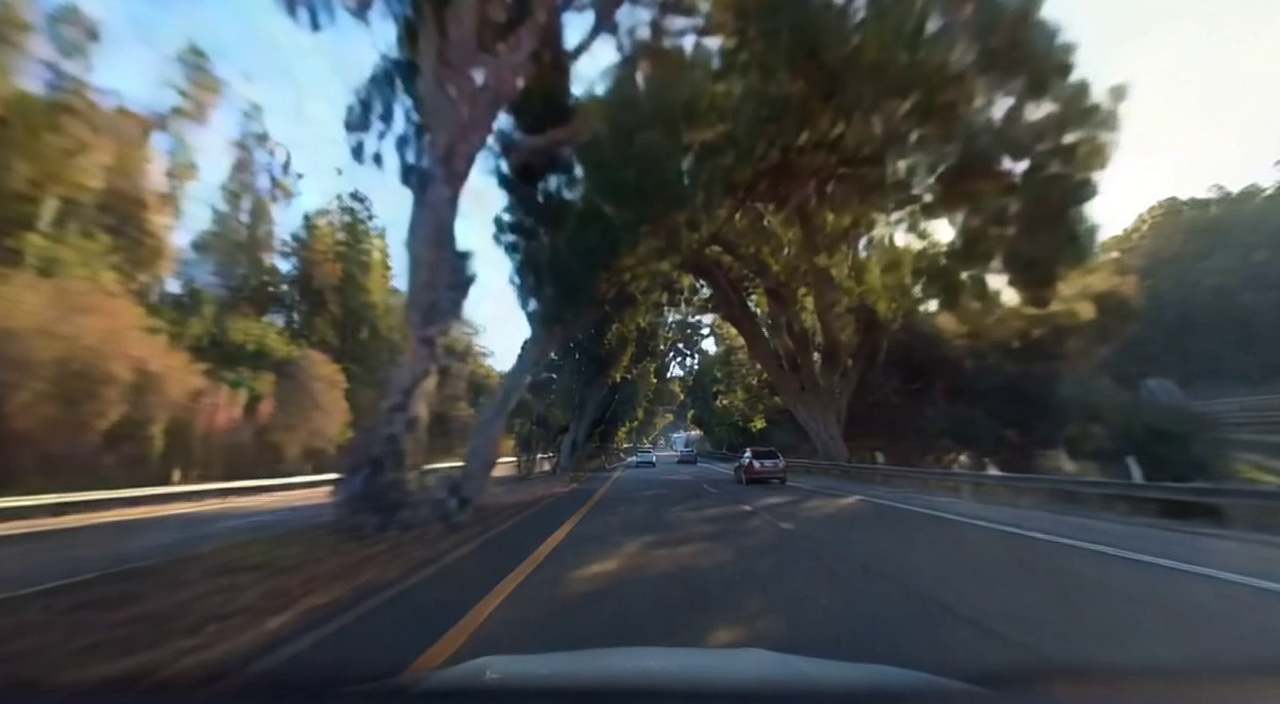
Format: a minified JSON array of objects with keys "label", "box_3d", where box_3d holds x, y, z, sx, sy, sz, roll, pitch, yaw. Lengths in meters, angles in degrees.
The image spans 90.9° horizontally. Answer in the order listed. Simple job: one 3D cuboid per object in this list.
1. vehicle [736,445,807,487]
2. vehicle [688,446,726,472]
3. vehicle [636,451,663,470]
[{"label":"vehicle","box_3d":[5.141,4.500,25.079,1.964,1.513,3.707,0,-9,-1]},{"label":"vehicle","box_3d":[4.566,7.372,43.440,2.122,1.662,4.392,0,-9,0]},{"label":"vehicle","box_3d":[0.730,8.452,49.204,1.991,1.459,3.769,0,-9,0]}]
